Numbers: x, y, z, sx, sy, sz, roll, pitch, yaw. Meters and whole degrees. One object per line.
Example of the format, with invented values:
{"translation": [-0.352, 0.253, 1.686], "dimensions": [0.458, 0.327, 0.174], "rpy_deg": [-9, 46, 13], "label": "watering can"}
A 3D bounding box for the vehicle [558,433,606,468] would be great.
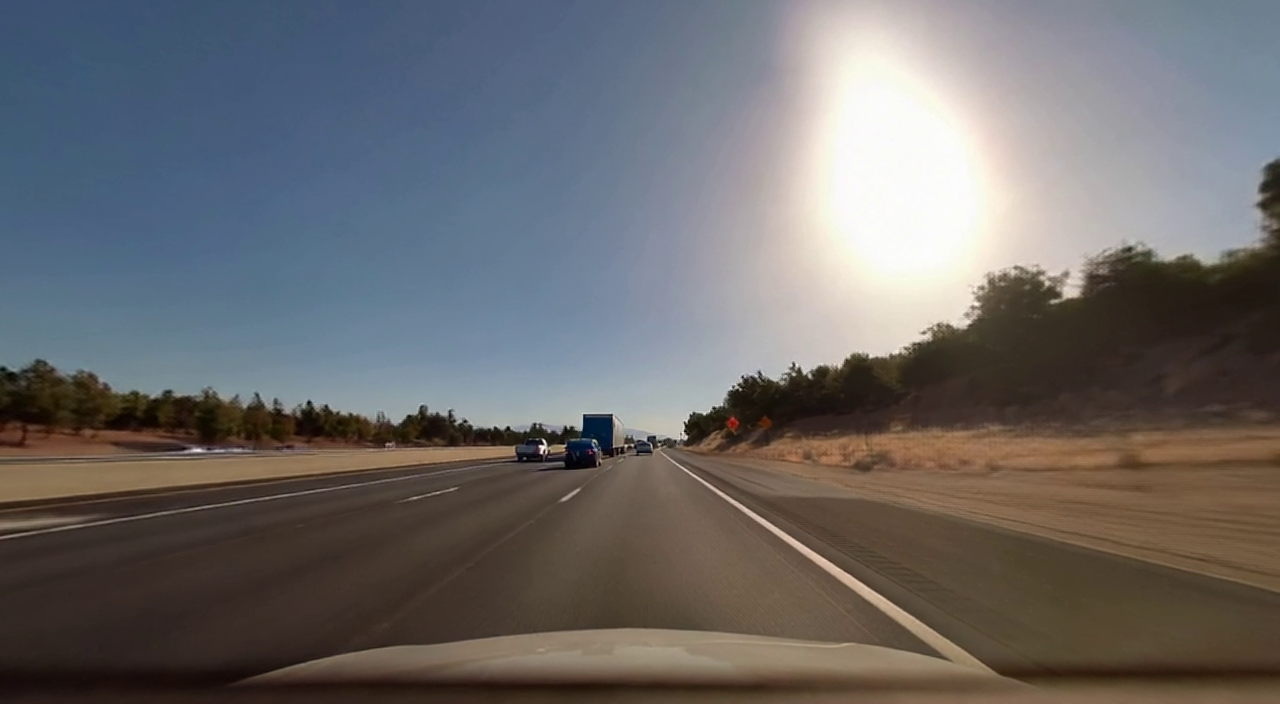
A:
{"translation": [-3.022, 5.232, 33.466], "dimensions": [2.194, 1.766, 3.720], "rpy_deg": [0, -8, 0], "label": "vehicle"}

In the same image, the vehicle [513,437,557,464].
{"translation": [-7.051, 6.680, 42.627], "dimensions": [2.078, 1.729, 4.722], "rpy_deg": [0, -8, 1], "label": "vehicle"}
